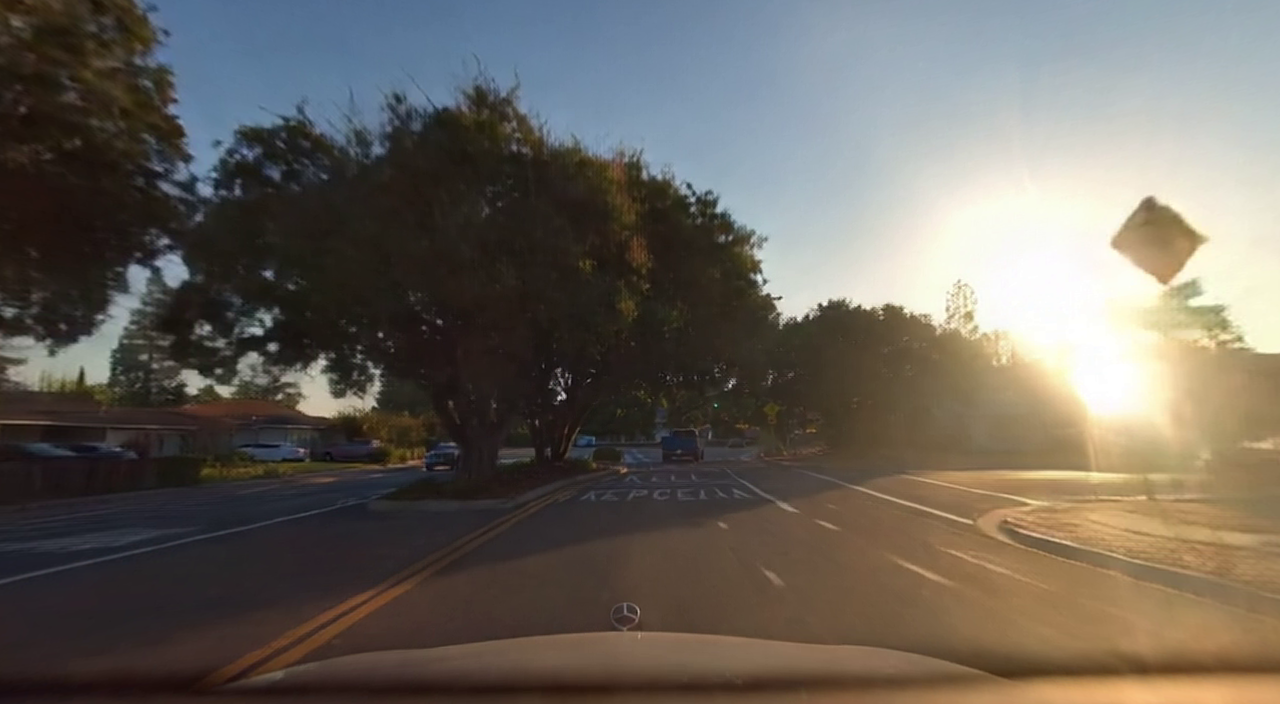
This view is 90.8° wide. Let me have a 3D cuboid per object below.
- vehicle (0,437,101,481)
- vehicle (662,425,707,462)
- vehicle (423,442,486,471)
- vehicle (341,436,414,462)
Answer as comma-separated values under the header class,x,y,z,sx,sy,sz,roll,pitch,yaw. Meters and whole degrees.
class,x,y,z,sx,sy,sz,roll,pitch,yaw
vehicle,-25.946,4.398,26.122,4.975,1.732,2.165,2,-9,-15
vehicle,2.581,5.200,35.800,2.153,1.942,4.767,-1,-8,8
vehicle,-11.142,6.269,38.236,1.873,1.508,4.483,-3,-7,9
vehicle,-18.114,6.726,43.667,4.168,1.735,1.925,-1,-8,3
